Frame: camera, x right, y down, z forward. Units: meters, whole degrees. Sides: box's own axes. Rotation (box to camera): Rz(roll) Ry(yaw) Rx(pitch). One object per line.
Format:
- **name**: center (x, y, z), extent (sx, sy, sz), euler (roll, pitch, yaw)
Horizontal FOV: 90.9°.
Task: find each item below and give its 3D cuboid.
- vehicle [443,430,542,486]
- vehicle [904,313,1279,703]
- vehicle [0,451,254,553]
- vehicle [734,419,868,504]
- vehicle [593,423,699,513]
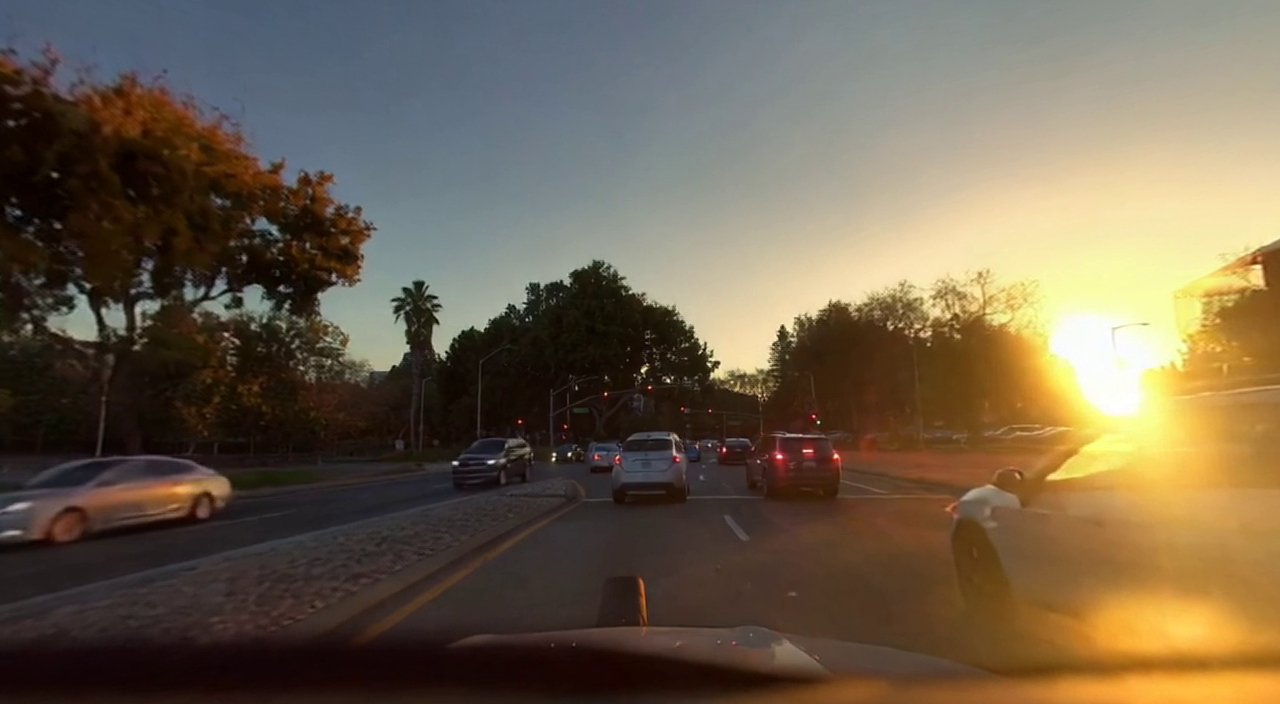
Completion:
- **vehicle**: center (-5.900, 4.351, 26.145), extent (2.355, 2.005, 5.673), euler (-1, -9, 4)
- **vehicle**: center (3.470, 0.926, 3.469), extent (2.114, 1.765, 4.647), euler (0, -9, 2)
- **vehicle**: center (-9.840, 2.628, 11.868), extent (1.953, 1.476, 4.747), euler (0, -9, 3)
- **vehicle**: center (4.013, 2.892, 17.024), extent (2.317, 1.857, 5.940), euler (0, -9, 3)
- **vehicle**: center (0.242, 2.620, 14.614), extent (2.113, 1.768, 3.901), euler (0, -9, 4)
